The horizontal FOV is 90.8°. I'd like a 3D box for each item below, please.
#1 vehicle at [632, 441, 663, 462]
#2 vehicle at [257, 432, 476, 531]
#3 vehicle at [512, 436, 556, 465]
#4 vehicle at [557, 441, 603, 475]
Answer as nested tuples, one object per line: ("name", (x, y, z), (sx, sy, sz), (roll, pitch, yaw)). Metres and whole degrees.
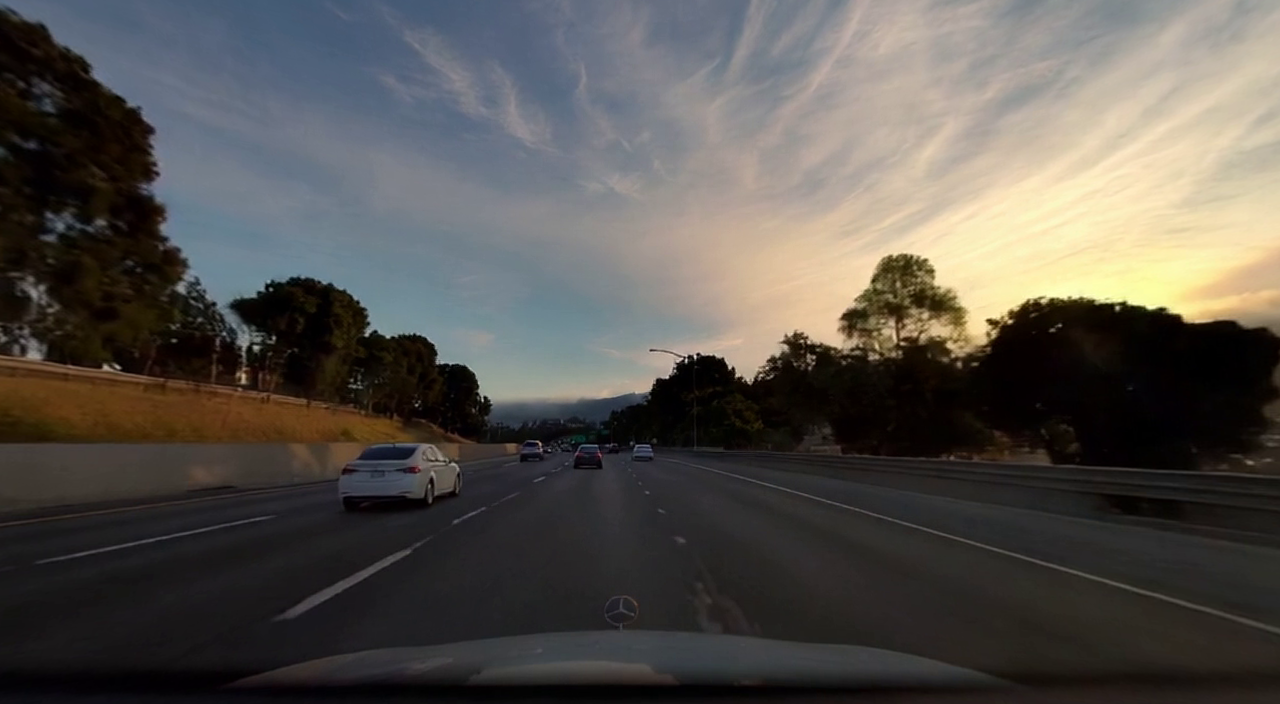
("vehicle", (0.509, 7.293, 46.433), (2.021, 1.447, 3.985), (0, -9, -4))
("vehicle", (-4.830, 2.351, 12.173), (2.049, 1.482, 4.981), (0, -9, -1))
("vehicle", (-6.773, 6.375, 40.937), (2.244, 1.755, 4.417), (0, -8, -3))
("vehicle", (-2.687, 4.865, 29.287), (1.947, 1.437, 4.345), (0, -9, -3))
